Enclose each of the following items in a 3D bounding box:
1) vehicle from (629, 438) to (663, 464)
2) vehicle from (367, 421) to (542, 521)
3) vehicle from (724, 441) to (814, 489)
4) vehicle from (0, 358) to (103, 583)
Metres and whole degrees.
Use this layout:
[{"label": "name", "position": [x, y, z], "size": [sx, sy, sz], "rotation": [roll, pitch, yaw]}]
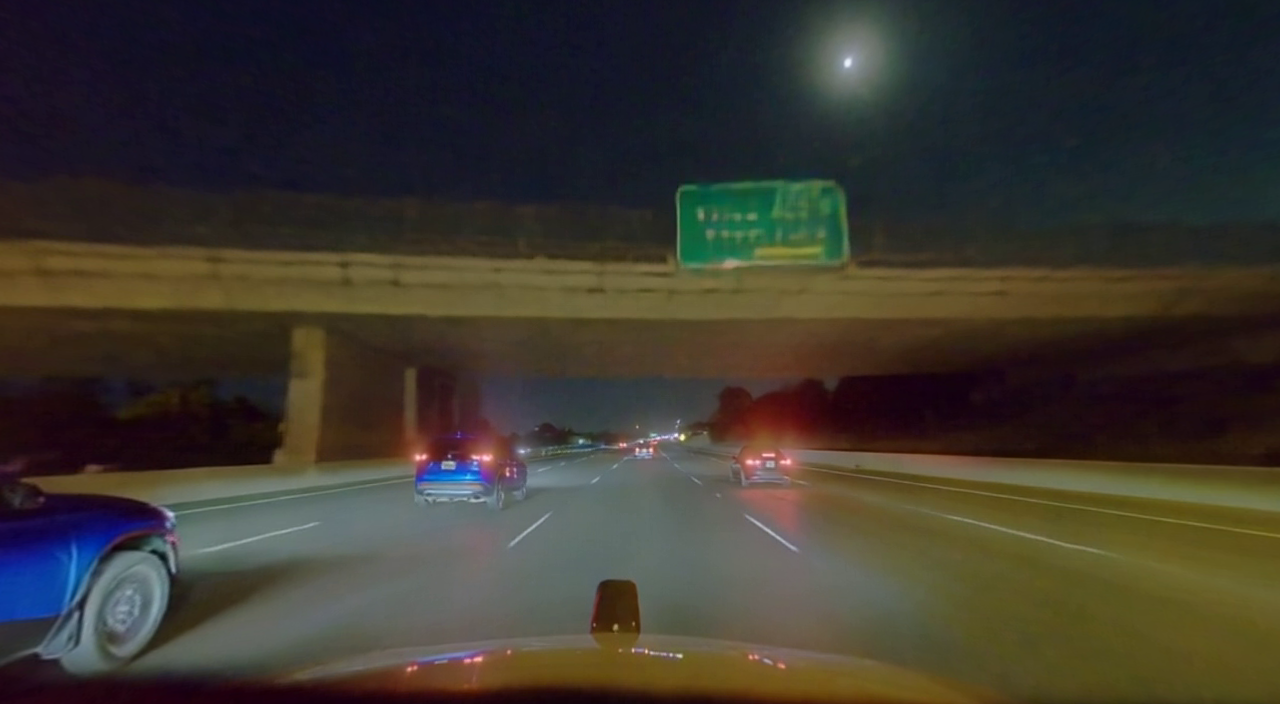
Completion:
[{"label": "vehicle", "position": [0.428, 7.308, 46.795], "size": [2.428, 1.841, 4.402], "rotation": [0, -8, 0]}, {"label": "vehicle", "position": [-3.378, 2.267, 12.526], "size": [2.193, 1.641, 4.077], "rotation": [0, -8, 0]}, {"label": "vehicle", "position": [4.172, 3.728, 21.266], "size": [2.083, 1.453, 4.307], "rotation": [0, -8, -1]}, {"label": "vehicle", "position": [-6.797, 0.804, 3.934], "size": [2.327, 1.958, 5.113], "rotation": [0, -8, 0]}]
